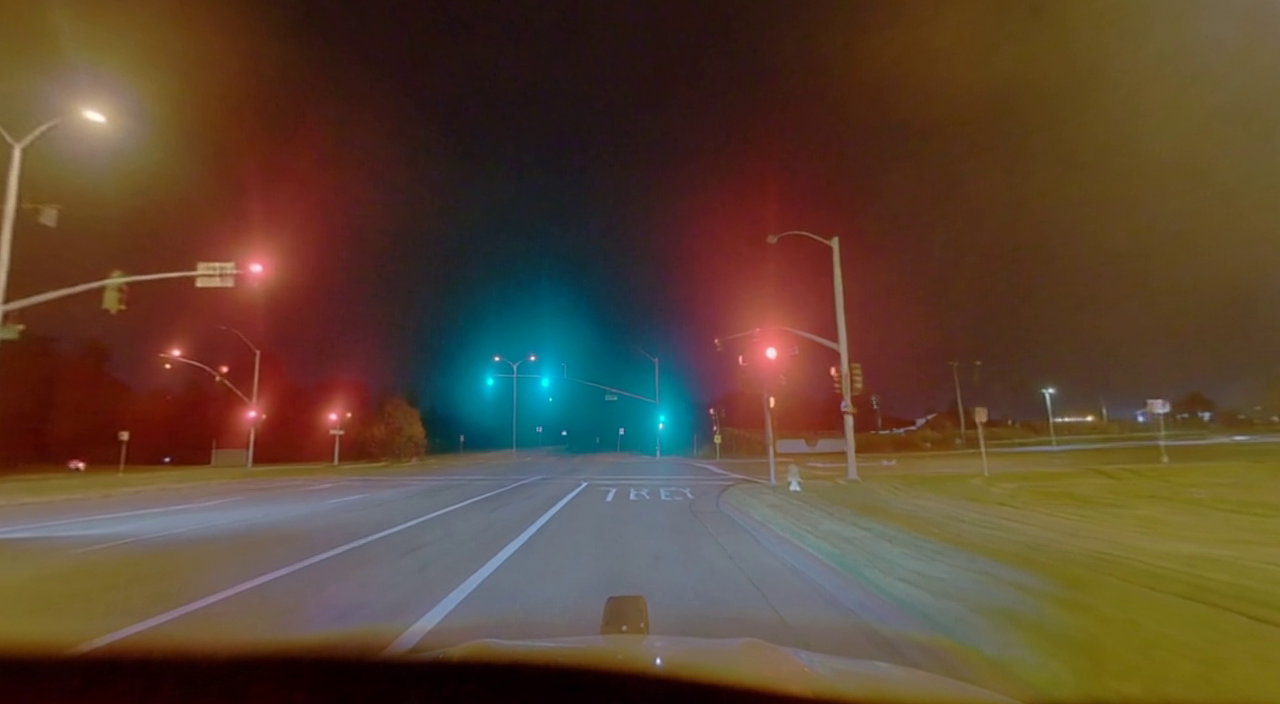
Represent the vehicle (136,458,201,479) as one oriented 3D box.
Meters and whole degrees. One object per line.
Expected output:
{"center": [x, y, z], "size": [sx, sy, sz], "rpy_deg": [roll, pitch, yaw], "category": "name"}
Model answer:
{"center": [-36.698, 9.055, 49.103], "size": [3.748, 1.389, 1.656], "rpy_deg": [-2, -6, -1], "category": "vehicle"}
